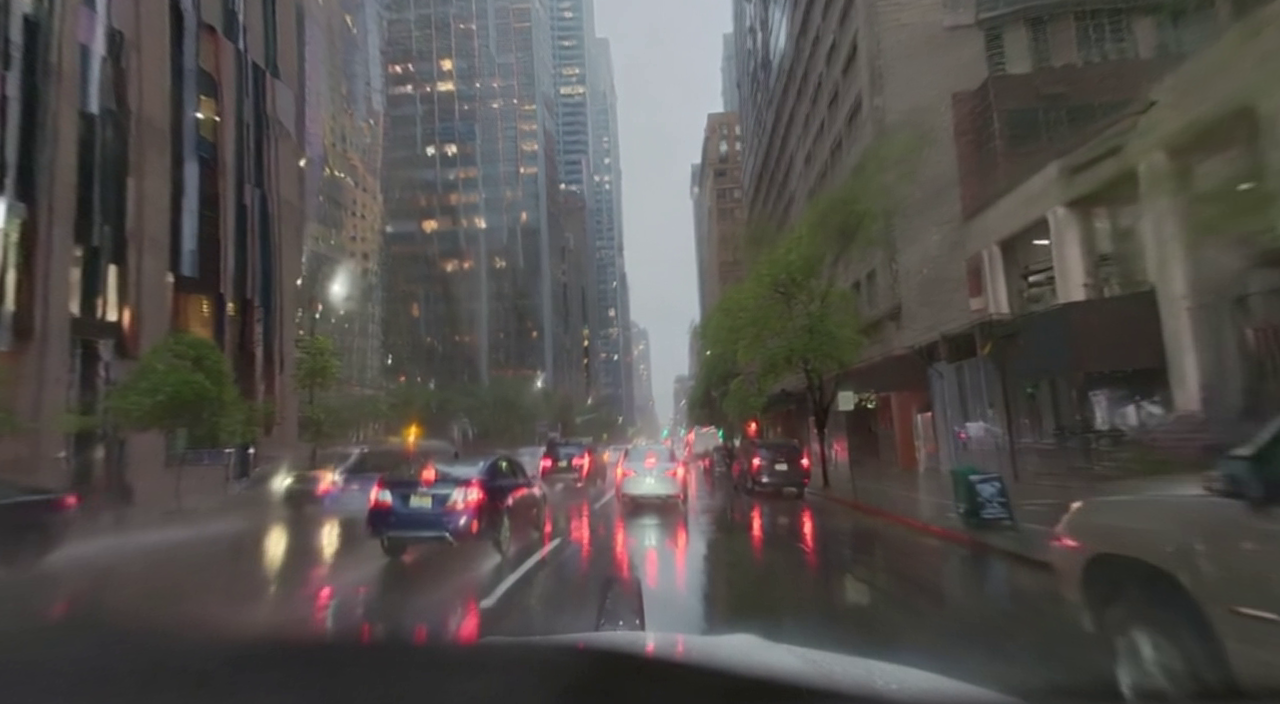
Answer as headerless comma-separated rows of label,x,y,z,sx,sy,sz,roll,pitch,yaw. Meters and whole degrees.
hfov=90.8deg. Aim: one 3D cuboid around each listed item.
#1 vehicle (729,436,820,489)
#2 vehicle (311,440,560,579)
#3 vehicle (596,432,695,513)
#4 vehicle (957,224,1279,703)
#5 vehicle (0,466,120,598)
vehicle,4.101,3.408,19.965,2.065,1.461,4.181,0,-8,1
vehicle,-2.501,2.031,9.068,1.940,1.481,4.376,-1,-8,3
vehicle,0.207,2.820,15.259,2.076,1.667,3.948,0,-8,2
vehicle,2.994,0.516,1.114,2.352,1.953,4.798,0,-8,0
vehicle,-8.729,2.109,6.973,1.920,1.492,4.624,1,-8,2
